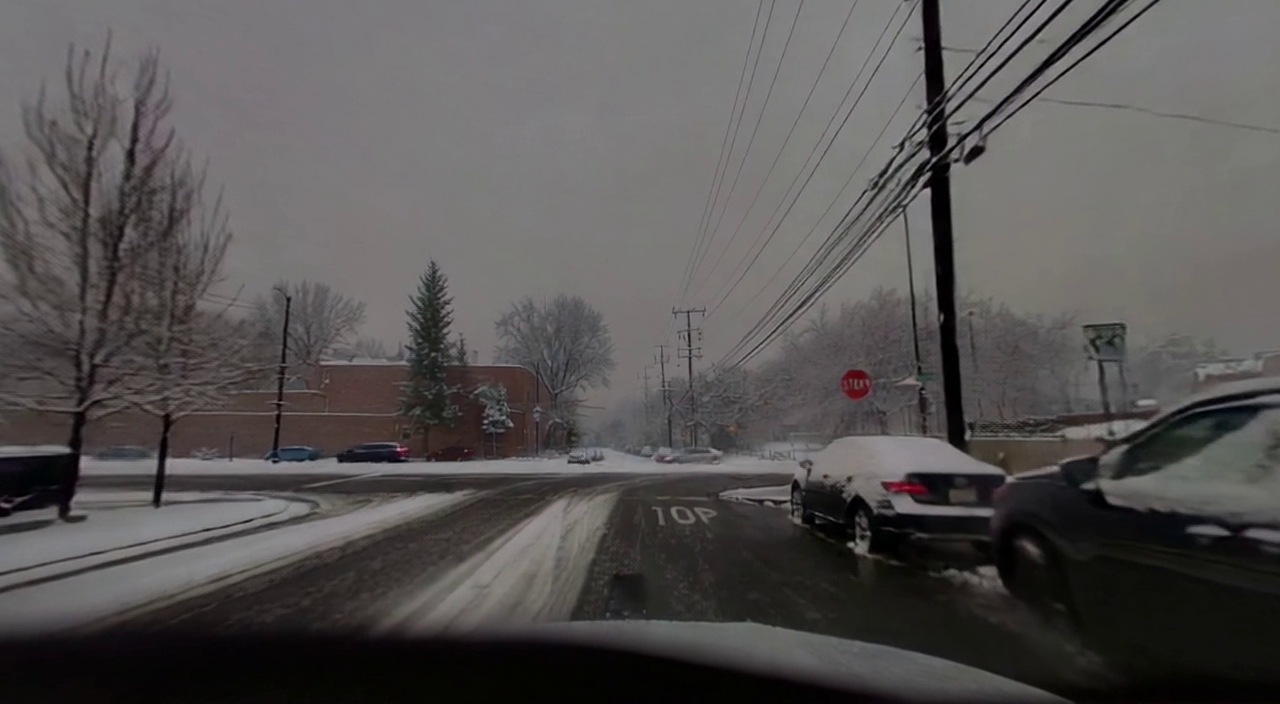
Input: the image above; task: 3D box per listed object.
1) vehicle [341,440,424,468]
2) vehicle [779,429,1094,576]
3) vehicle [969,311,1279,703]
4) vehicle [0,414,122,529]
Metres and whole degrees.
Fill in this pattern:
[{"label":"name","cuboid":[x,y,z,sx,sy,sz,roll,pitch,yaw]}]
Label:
[{"label":"vehicle","cuboid":[-17.184,6.835,42.292,4.689,1.803,1.958,0,-8,-2]},{"label":"vehicle","cuboid":[3.620,1.916,8.993,2.041,1.495,4.815,0,-8,-2]},{"label":"vehicle","cuboid":[3.688,0.788,2.400,2.178,1.856,4.756,3,-7,-3]},{"label":"vehicle","cuboid":[-12.284,1.990,10.745,4.787,1.752,2.212,0,-8,-3]}]
